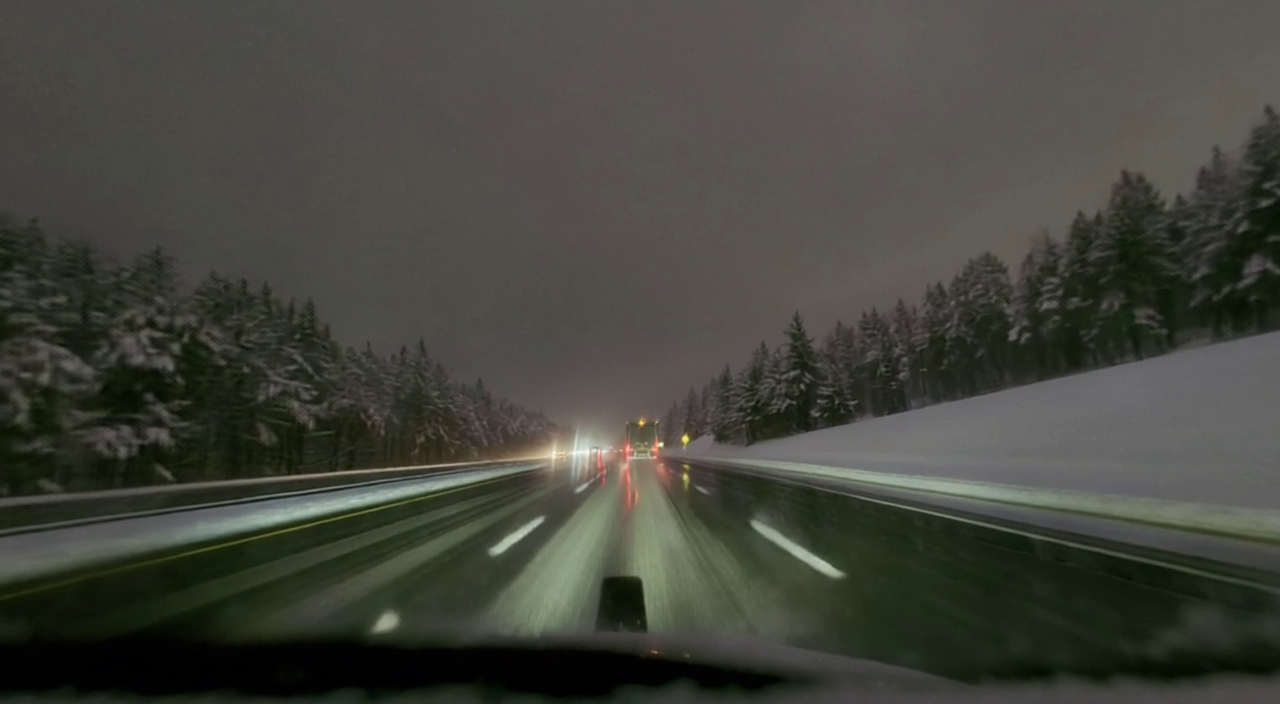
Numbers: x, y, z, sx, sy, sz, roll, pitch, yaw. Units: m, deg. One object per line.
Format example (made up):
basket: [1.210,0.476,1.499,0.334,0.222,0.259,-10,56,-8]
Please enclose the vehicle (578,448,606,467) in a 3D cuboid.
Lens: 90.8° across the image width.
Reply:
vehicle: [-3.666,8.169,49.035,1.955,1.438,4.100,0,-9,-1]
